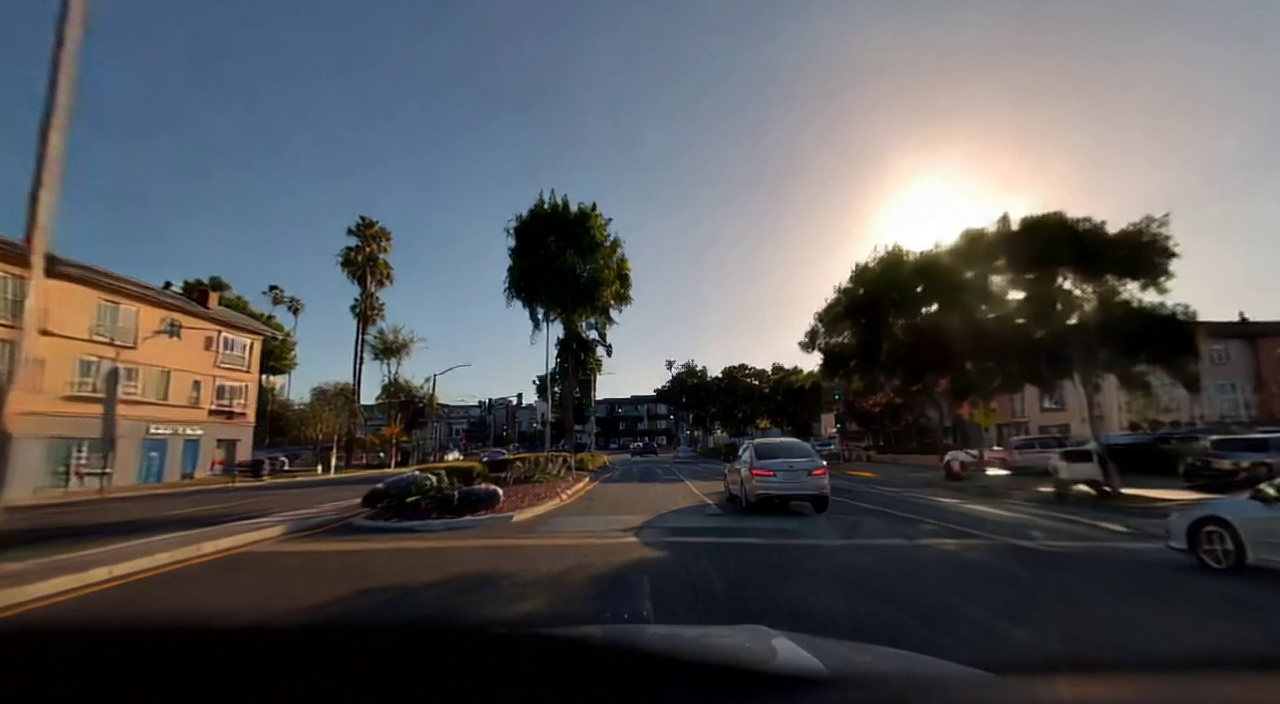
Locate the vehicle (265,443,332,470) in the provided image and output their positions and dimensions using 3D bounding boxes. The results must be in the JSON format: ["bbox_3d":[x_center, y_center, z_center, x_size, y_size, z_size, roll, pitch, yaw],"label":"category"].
[{"bbox_3d":[-25.509,7.829,47.293,2.070,1.856,5.069,1,-8,0],"label":"vehicle"}]

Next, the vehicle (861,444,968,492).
[{"bbox_3d":[10.253,4.352,24.054,1.916,1.548,4.799,2,-9,-1],"label":"vehicle"}]

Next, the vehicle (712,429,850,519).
[{"bbox_3d":[2.852,2.580,13.830,2.009,1.639,4.267,0,-9,0],"label":"vehicle"}]

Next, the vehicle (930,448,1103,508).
[{"bbox_3d":[10.245,3.434,17.695,1.891,1.428,4.680,0,-9,-1],"label":"vehicle"}]

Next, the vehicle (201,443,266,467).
[{"bbox_3d":[-30.581,7.755,47.618,1.898,1.692,4.455,0,-9,0],"label":"vehicle"}]

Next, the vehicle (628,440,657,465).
[{"bbox_3d":[0.216,7.489,47.078,2.087,1.709,4.076,0,-9,1],"label":"vehicle"}]

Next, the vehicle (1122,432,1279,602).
[{"bbox_3d":[6.532,1.357,4.956,1.890,1.471,4.566,0,-9,1],"label":"vehicle"}]
